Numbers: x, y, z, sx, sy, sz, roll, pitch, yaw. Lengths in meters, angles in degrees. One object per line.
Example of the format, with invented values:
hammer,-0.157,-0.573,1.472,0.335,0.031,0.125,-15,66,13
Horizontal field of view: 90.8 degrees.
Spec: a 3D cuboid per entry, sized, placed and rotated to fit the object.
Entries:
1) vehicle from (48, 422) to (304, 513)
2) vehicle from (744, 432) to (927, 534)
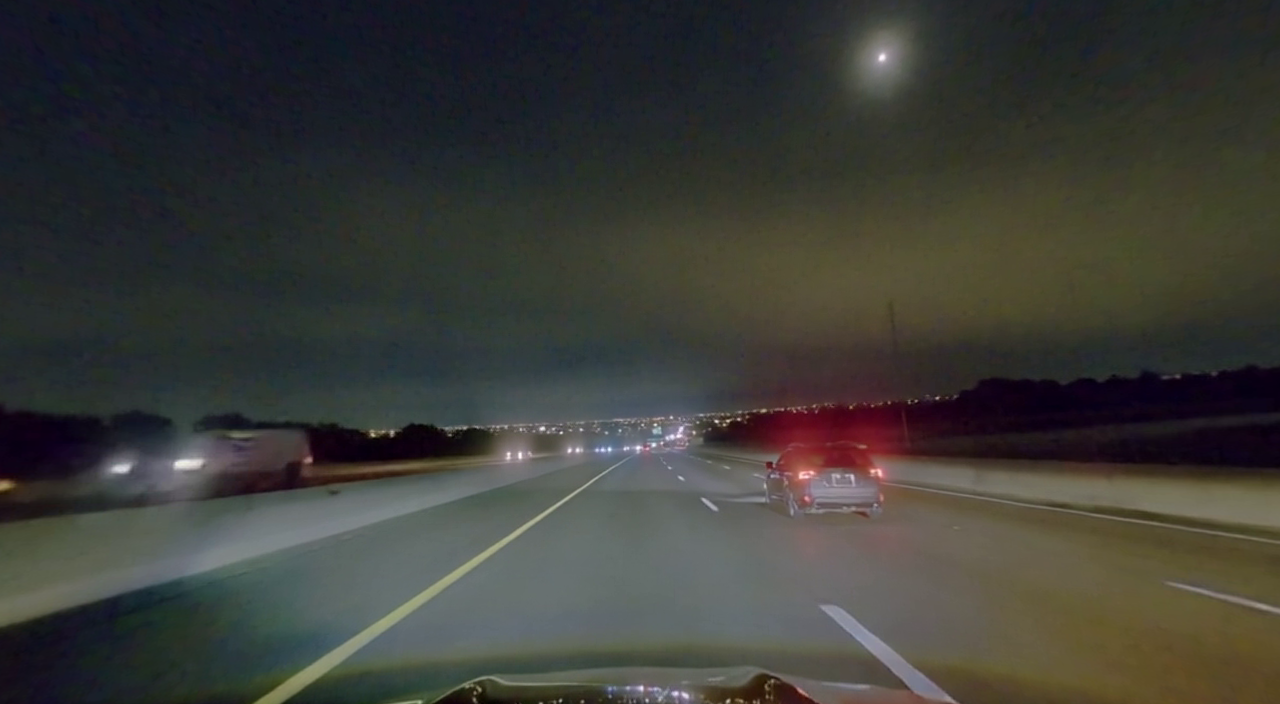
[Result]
vehicle,-12.103,3.058,17.266,2.452,2.045,5.769,0,-9,2
vehicle,3.378,2.346,12.006,1.982,1.533,4.612,0,-9,0
